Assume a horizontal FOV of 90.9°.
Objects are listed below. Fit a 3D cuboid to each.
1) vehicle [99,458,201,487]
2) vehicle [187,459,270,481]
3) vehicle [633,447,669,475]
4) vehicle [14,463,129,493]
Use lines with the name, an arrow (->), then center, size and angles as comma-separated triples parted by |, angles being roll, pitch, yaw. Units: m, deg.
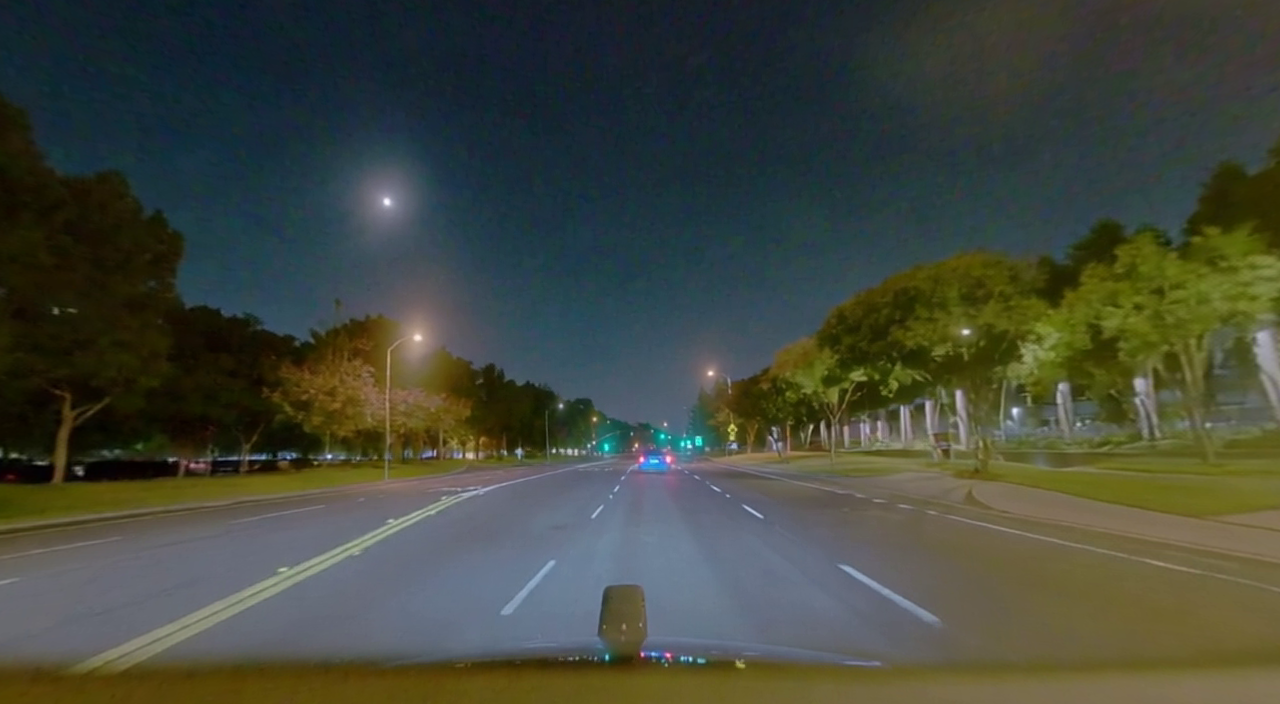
vehicle -> -29.503, 7.262, 38.070 | 4.389, 1.588, 2.048 | 0, -8, 1
vehicle -> -29.934, 8.573, 45.948 | 4.617, 1.450, 1.968 | -1, -8, 1
vehicle -> 0.591, 6.211, 36.147 | 1.978, 1.499, 3.915 | 0, -8, 0
vehicle -> -29.918, 6.624, 33.260 | 4.316, 1.438, 1.843 | -1, -8, 1
